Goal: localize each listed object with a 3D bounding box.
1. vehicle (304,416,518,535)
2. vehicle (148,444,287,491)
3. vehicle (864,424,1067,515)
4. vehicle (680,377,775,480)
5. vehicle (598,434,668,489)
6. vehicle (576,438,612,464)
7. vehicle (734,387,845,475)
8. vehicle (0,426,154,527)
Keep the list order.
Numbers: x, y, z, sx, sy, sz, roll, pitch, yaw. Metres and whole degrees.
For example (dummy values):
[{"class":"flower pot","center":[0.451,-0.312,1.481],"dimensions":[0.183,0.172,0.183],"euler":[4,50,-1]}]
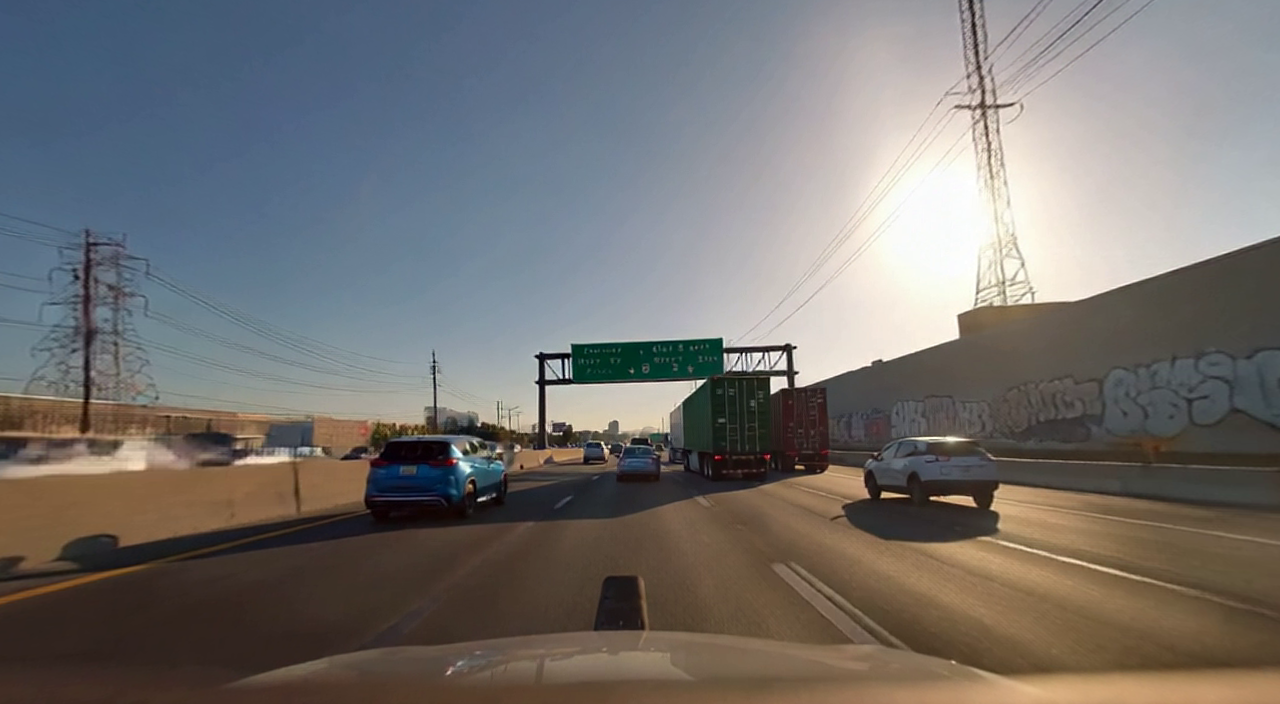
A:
[{"class":"vehicle","center":[-3.957,2.242,12.020],"dimensions":[2.264,1.804,4.584],"euler":[0,-9,1]},{"class":"vehicle","center":[-14.766,4.035,22.482],"dimensions":[1.872,1.482,4.584],"euler":[0,-9,-1]},{"class":"vehicle","center":[7.103,2.623,14.547],"dimensions":[2.202,1.731,4.628],"euler":[0,-9,0]},{"class":"vehicle","center":[3.854,3.980,31.453],"dimensions":[2.800,4.039,13.179],"euler":[0,-9,0]},{"class":"vehicle","center":[-0.219,3.751,21.880],"dimensions":[2.191,1.685,4.015],"euler":[0,-9,0]},{"class":"vehicle","center":[-3.343,7.372,46.975],"dimensions":[2.243,1.820,4.473],"euler":[0,-9,1]},{"class":"vehicle","center":[7.780,4.576,35.317],"dimensions":[2.868,4.017,12.827],"euler":[0,-9,-1]},{"class":"vehicle","center":[-11.037,2.100,10.882],"dimensions":[2.133,1.548,4.026],"euler":[0,-9,-1]}]
